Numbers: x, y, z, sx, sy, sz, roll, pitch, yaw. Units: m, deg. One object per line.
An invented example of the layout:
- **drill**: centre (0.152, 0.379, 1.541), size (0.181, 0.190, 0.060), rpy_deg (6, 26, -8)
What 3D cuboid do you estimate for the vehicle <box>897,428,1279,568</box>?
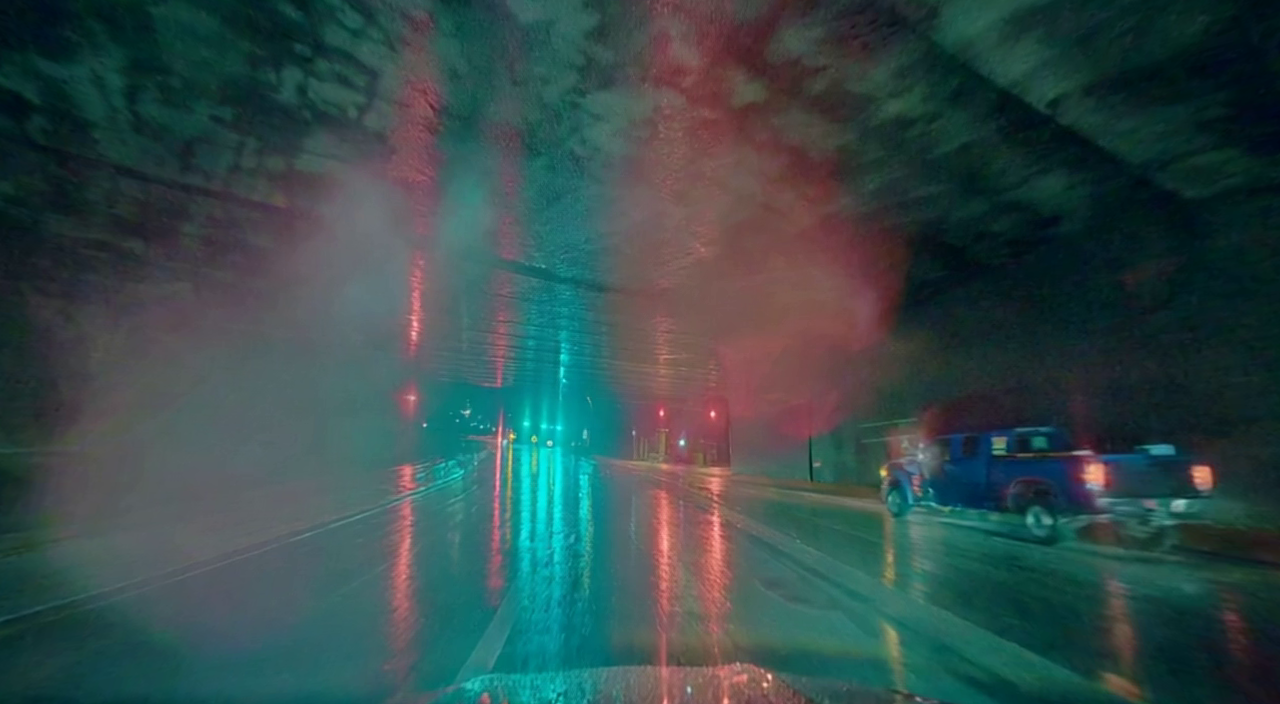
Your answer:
- **vehicle**: centre (6.097, 1.961, 9.424), size (2.012, 1.521, 4.663), rpy_deg (1, -8, -8)
